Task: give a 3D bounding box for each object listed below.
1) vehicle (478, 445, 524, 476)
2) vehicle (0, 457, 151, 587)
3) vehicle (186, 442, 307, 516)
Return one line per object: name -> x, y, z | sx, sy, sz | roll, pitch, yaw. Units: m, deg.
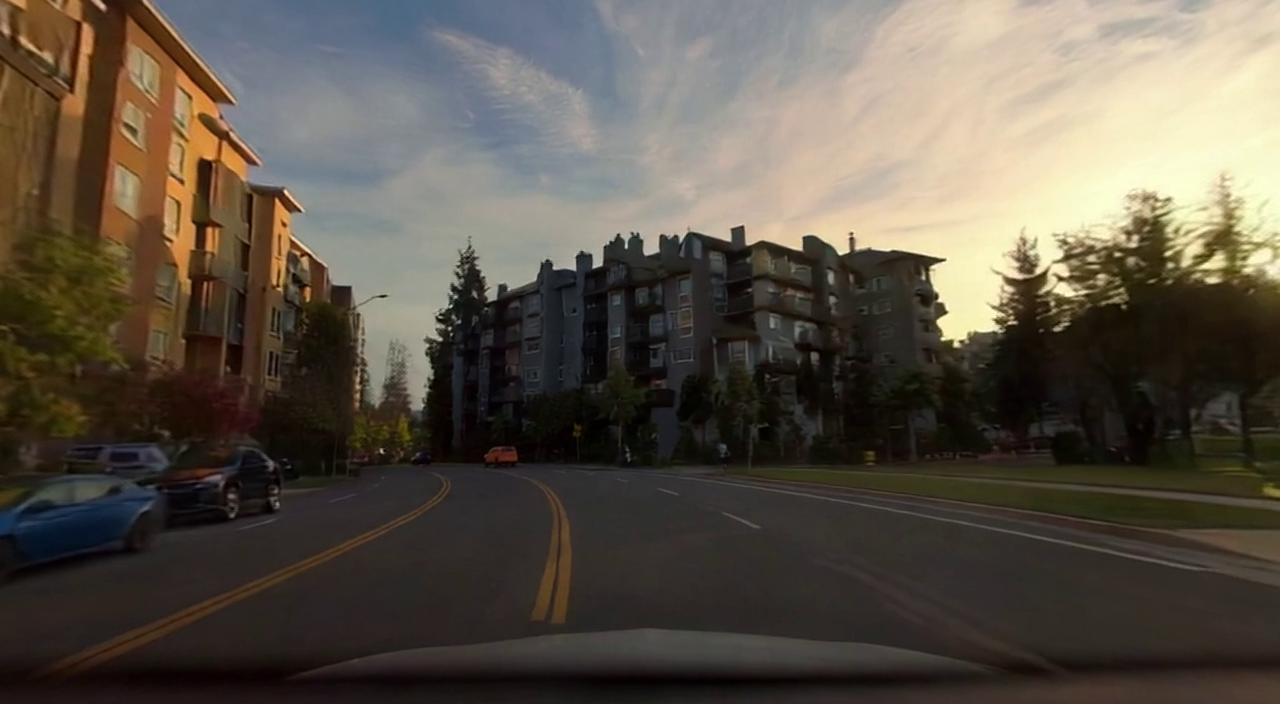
vehicle -> -8.999, 6.933, 40.578 | 2.000, 1.809, 4.405 | 4, -9, -24
vehicle -> -9.355, 2.381, 8.973 | 1.908, 1.602, 4.279 | -1, -8, -10
vehicle -> -11.791, 3.756, 19.266 | 2.055, 1.921, 4.533 | 3, -9, -19
